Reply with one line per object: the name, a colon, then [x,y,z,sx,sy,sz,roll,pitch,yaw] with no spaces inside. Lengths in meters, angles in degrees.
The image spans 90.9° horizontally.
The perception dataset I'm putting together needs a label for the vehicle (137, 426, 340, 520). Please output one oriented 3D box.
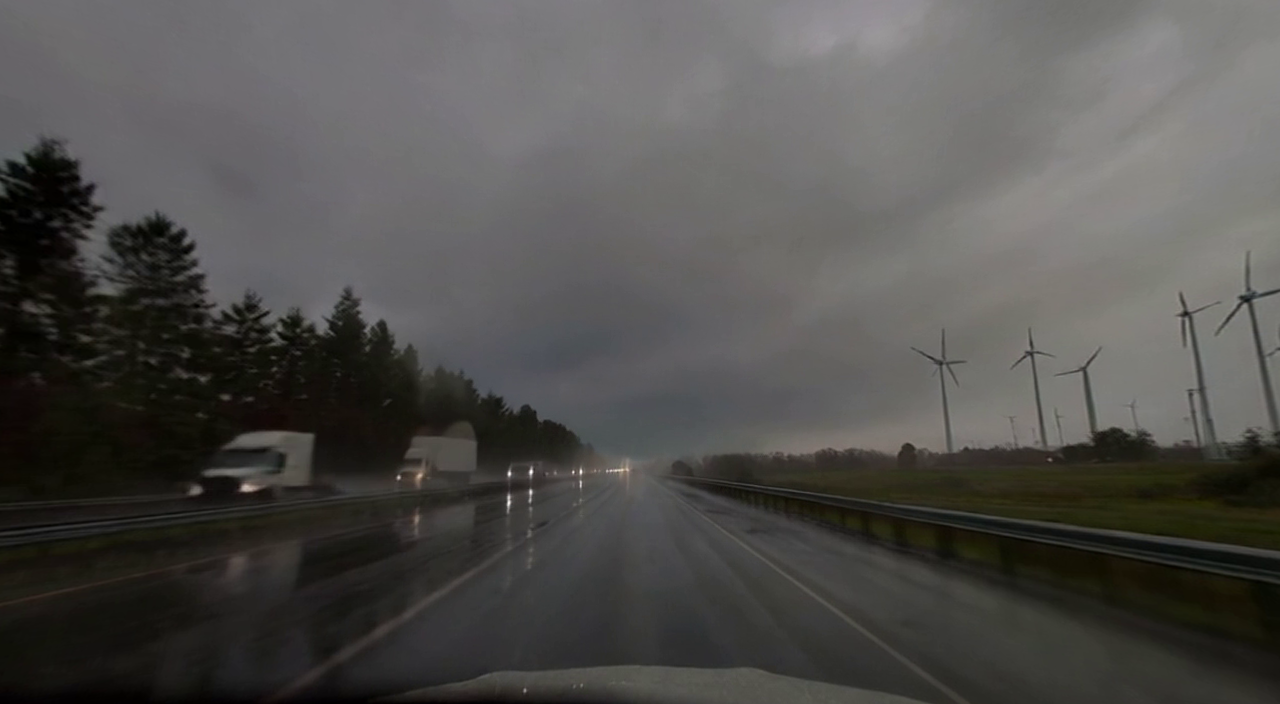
vehicle: [-11.864,3.687,19.377,2.421,2.406,5.665,0,-11,0]
